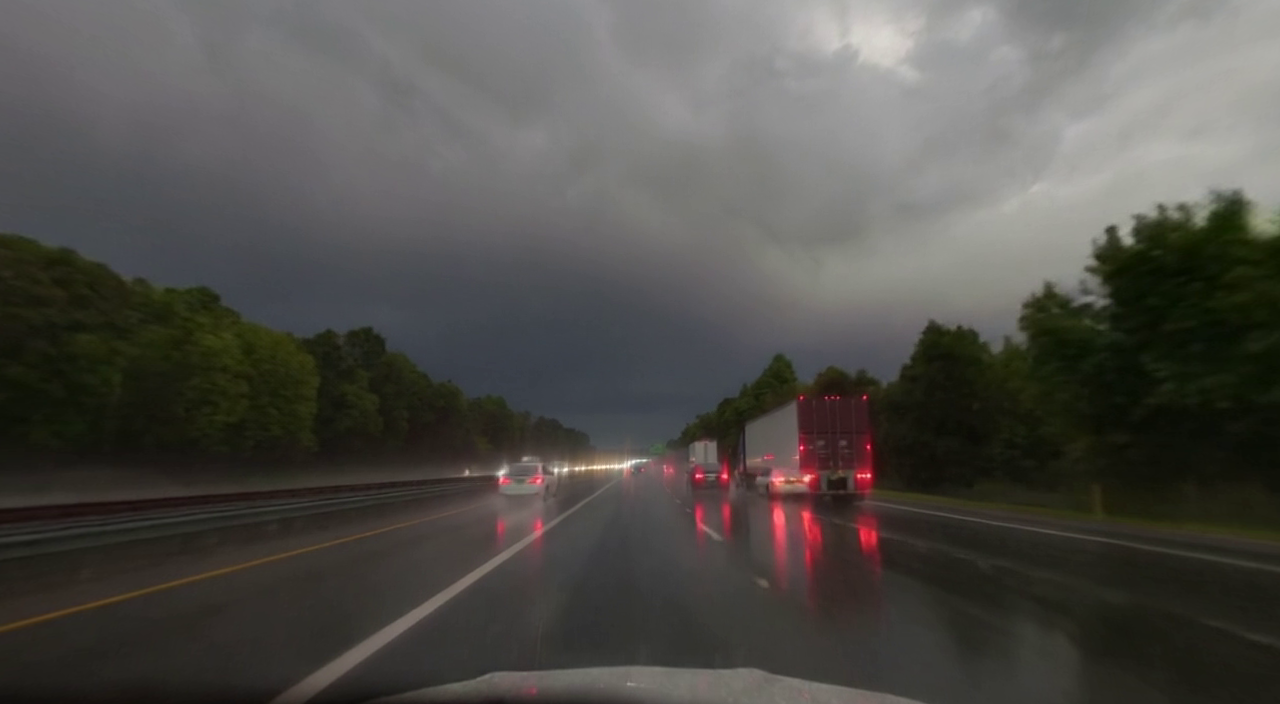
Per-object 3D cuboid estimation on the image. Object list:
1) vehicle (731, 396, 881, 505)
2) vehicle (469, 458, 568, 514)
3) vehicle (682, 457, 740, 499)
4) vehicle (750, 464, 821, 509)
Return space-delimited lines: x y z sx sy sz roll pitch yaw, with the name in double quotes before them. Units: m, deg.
"vehicle" 7.530 5.289 32.521 2.861 4.086 17.499 1 -10 -1
"vehicle" -3.620 4.119 19.717 2.065 1.485 4.682 1 -10 1
"vehicle" 3.208 5.819 29.196 2.050 1.708 4.457 1 -10 -1
"vehicle" 5.271 4.921 23.227 1.672 1.475 3.733 1 -11 -1
